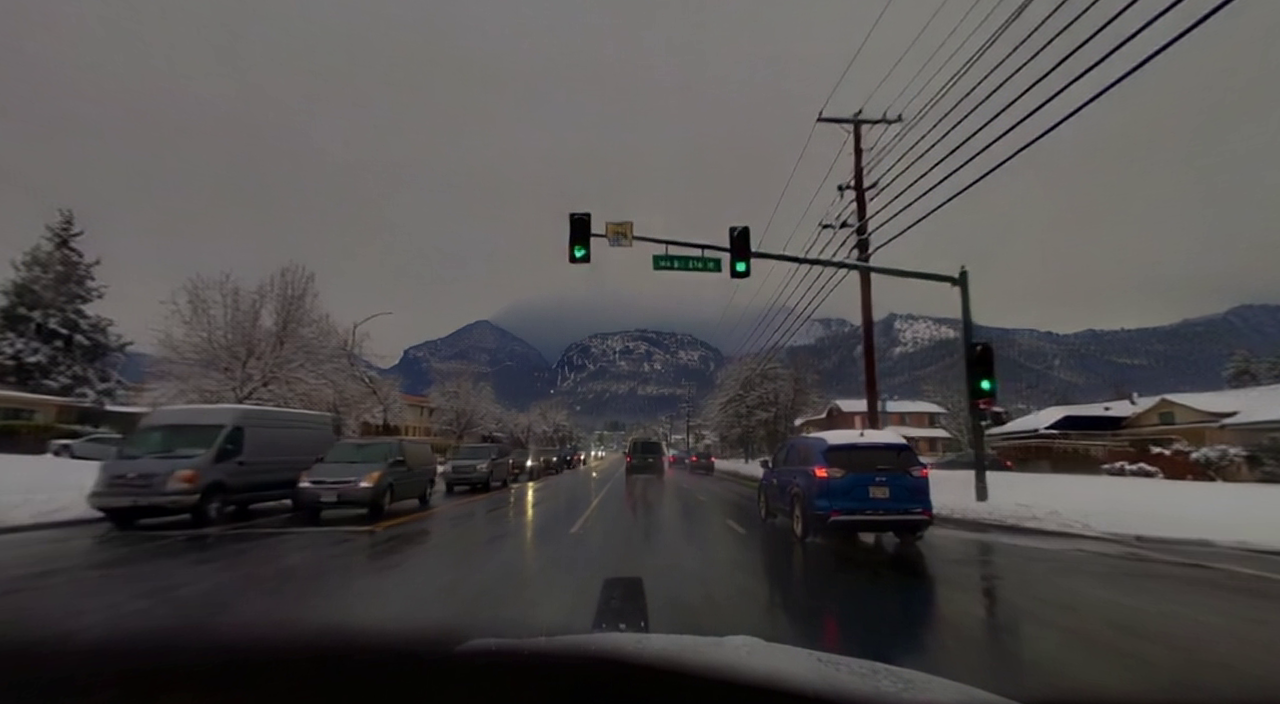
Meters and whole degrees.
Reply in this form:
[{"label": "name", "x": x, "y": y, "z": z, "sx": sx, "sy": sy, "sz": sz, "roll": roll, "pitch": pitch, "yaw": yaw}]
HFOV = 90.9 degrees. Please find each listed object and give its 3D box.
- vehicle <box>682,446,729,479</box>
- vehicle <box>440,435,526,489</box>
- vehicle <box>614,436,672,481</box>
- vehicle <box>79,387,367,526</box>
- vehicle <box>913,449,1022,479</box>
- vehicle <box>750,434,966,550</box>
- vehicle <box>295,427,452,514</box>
[{"label": "vehicle", "x": 3.445, "y": 5.930, "z": 34.032, "sx": 1.957, "sy": 1.646, "sz": 4.355, "roll": 0, "pitch": -9, "yaw": -1}, {"label": "vehicle", "x": -6.035, "y": 4.293, "z": 24.968, "sx": 1.993, "sy": 1.884, "sz": 5.481, "roll": 0, "pitch": -9, "yaw": 0}, {"label": "vehicle", "x": 0.113, "y": 5.241, "z": 31.319, "sx": 2.636, "sy": 2.011, "sz": 5.130, "roll": 0, "pitch": -9, "yaw": 0}, {"label": "vehicle", "x": -9.552, "y": 2.506, "z": 15.568, "sx": 2.725, "sy": 2.710, "sz": 6.304, "roll": 0, "pitch": -9, "yaw": 0}, {"label": "vehicle", "x": 17.344, "y": 5.937, "z": 33.523, "sx": 4.656, "sy": 1.461, "sz": 1.955, "roll": 0, "pitch": -8, "yaw": 0}, {"label": "vehicle", "x": 3.587, "y": 2.393, "z": 11.583, "sx": 2.155, "sy": 1.658, "sz": 4.721, "roll": 1, "pitch": -9, "yaw": -2}, {"label": "vehicle", "x": -6.279, "y": 2.831, "z": 15.522, "sx": 1.983, "sy": 1.801, "sz": 4.391, "roll": 0, "pitch": -9, "yaw": -1}]
